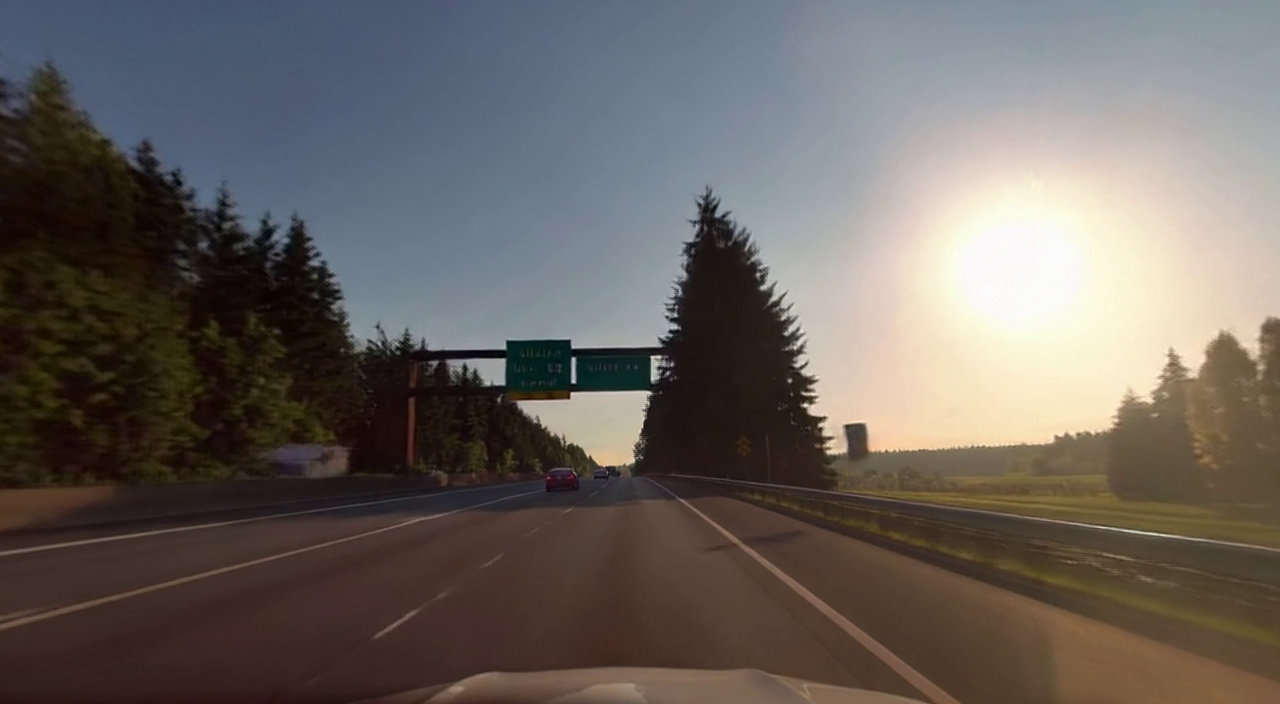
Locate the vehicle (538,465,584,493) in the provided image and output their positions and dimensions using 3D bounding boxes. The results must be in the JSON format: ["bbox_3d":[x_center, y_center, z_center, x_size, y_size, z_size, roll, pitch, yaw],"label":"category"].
[{"bbox_3d":[-4.353,7.102,35.418,1.995,1.467,4.467,1,-10,0],"label":"vehicle"}]

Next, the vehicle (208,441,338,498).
[{"bbox_3d":[-17.147,5.586,30.023,2.362,2.411,6.145,1,-10,1],"label":"vehicle"}]
